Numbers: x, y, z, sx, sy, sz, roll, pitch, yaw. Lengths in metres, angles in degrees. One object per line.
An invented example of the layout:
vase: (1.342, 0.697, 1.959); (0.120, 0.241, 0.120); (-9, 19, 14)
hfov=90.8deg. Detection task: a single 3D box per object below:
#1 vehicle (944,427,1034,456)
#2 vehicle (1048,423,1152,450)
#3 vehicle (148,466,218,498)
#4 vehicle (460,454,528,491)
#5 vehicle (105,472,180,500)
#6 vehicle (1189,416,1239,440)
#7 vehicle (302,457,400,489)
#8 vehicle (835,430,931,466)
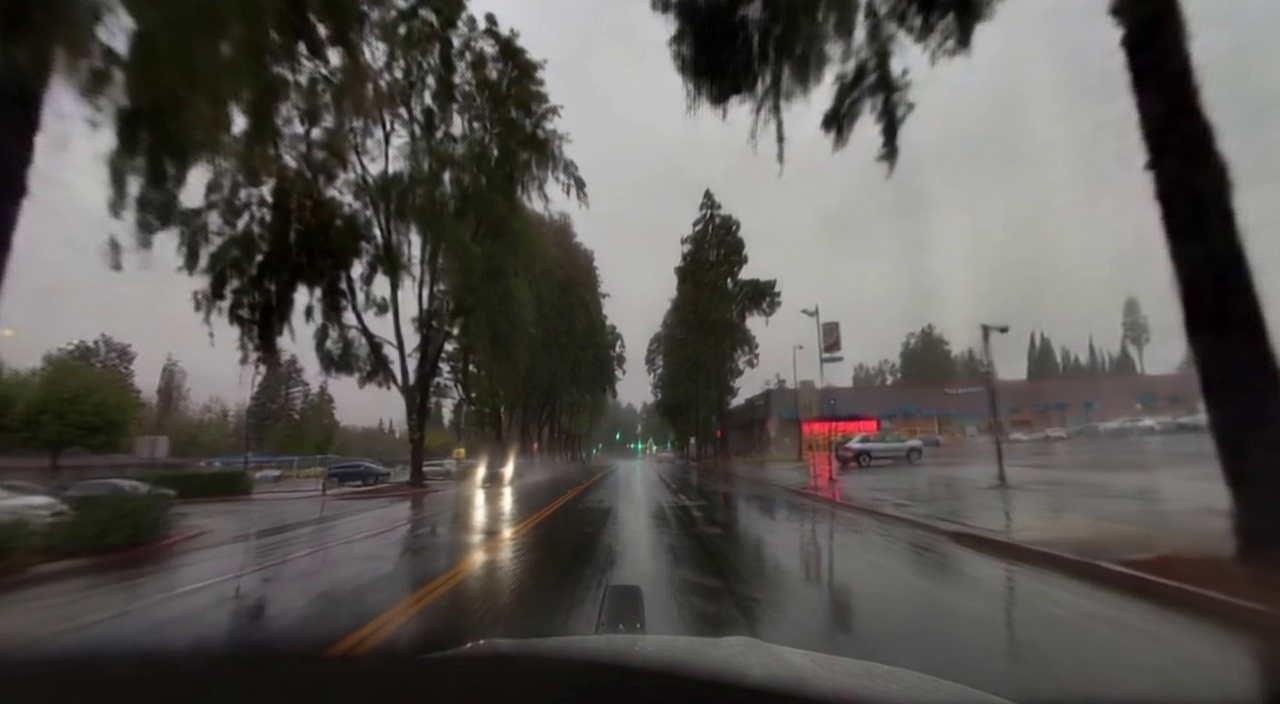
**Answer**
vehicle: (21.850, 5.646, 39.643); (4.442, 1.451, 1.945); (-12, -12, 42)
vehicle: (26.018, 4.832, 35.818); (1.765, 1.435, 4.413); (8, -12, -44)
vehicle: (-27.456, 7.798, 38.120); (1.822, 1.622, 4.193); (-2, -9, -11)
vehicle: (-6.572, 5.455, 29.007); (1.962, 1.478, 4.639); (-1, -9, 1)
vehicle: (-30.356, 8.156, 38.676); (1.777, 1.441, 3.695); (1, -9, -6)
vehicle: (40.220, 5.338, 44.240); (4.224, 1.532, 1.910); (7, -11, -40)
vehicle: (-16.442, 6.885, 36.166); (4.650, 1.700, 1.915); (0, -9, -1)
vehicle: (11.118, 4.372, 28.778); (4.587, 1.504, 1.928); (7, -11, -38)
